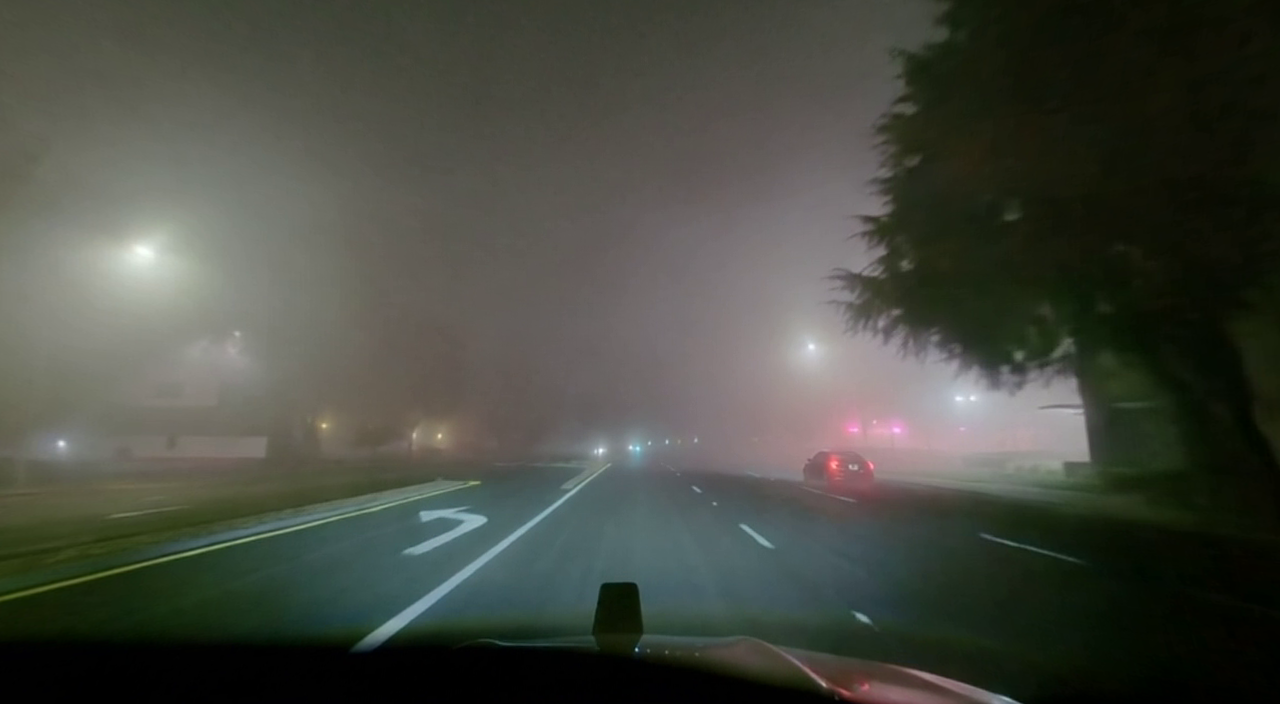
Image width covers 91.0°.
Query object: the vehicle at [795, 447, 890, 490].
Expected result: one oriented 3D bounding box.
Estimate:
[{"bbox_3d":[7.458,4.307,23.726,2.054,1.421,4.487,0,-8,-1],"label":"vehicle"}]
